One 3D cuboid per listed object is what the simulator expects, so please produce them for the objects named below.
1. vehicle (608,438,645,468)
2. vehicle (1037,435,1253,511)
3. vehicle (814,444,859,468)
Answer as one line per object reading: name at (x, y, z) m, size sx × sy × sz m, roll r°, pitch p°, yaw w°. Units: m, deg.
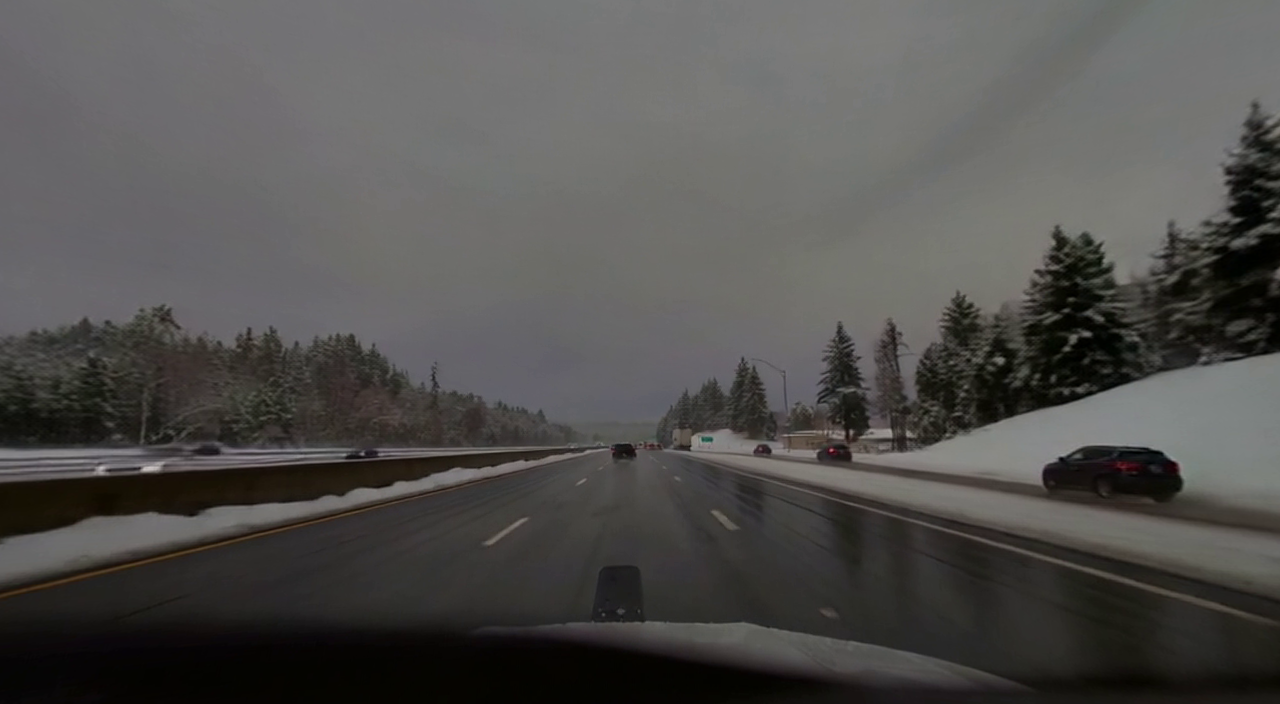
vehicle at (-0.803, 6.170, 38.752) m, size 2.121 × 1.739 × 4.087 m, roll 0°, pitch -9°, yaw 0°
vehicle at (12.594, 3.010, 16.240) m, size 1.912 × 1.673 × 4.438 m, roll 0°, pitch -9°, yaw 1°
vehicle at (13.309, 7.070, 43.059) m, size 1.867 × 1.563 × 4.436 m, roll -1°, pitch -9°, yaw 3°
